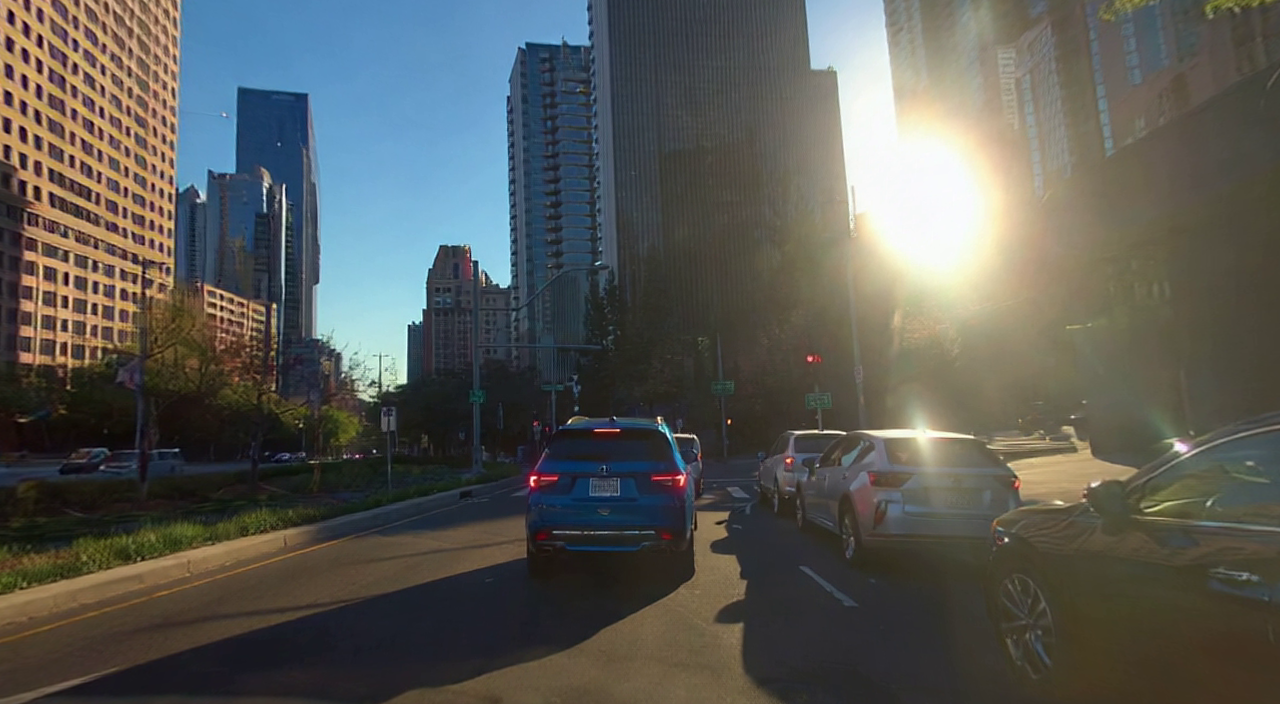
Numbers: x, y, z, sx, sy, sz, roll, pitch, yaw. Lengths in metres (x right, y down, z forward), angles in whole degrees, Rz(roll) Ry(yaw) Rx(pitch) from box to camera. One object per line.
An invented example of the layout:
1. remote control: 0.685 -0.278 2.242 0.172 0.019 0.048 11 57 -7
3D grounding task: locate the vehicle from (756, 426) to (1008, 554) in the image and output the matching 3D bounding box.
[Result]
1. vehicle: 3.287 1.973 9.806 1.941 1.482 4.632 0 -9 -2

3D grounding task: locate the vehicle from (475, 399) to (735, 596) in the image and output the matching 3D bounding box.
1. vehicle: -0.357 1.568 7.600 2.249 1.684 4.084 0 -9 -2

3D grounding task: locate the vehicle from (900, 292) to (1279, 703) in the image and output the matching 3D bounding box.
1. vehicle: 2.998 0.747 2.246 2.063 1.760 4.664 0 -9 -1
